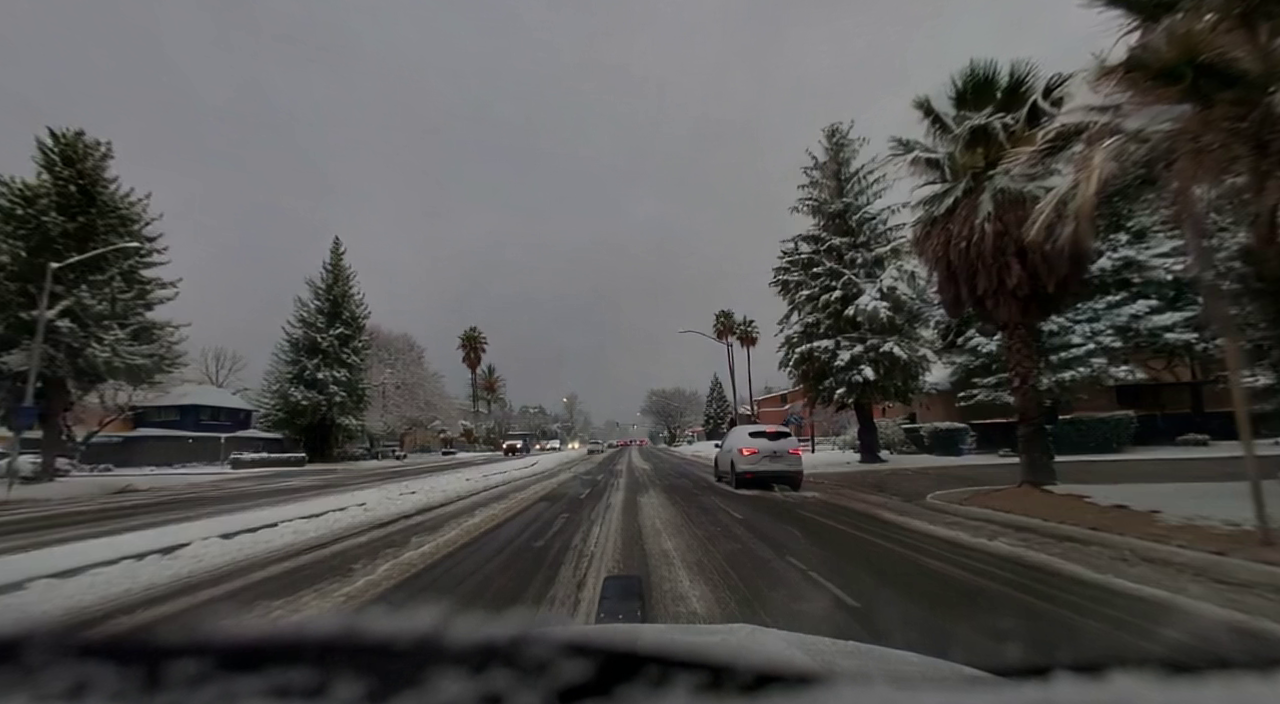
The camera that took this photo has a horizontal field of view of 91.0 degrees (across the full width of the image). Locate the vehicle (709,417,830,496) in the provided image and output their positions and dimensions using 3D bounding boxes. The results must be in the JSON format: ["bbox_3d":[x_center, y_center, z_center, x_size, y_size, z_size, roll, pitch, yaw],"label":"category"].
[{"bbox_3d":[3.431,2.902,17.781,2.244,1.901,4.561,0,-8,-3],"label":"vehicle"}]
